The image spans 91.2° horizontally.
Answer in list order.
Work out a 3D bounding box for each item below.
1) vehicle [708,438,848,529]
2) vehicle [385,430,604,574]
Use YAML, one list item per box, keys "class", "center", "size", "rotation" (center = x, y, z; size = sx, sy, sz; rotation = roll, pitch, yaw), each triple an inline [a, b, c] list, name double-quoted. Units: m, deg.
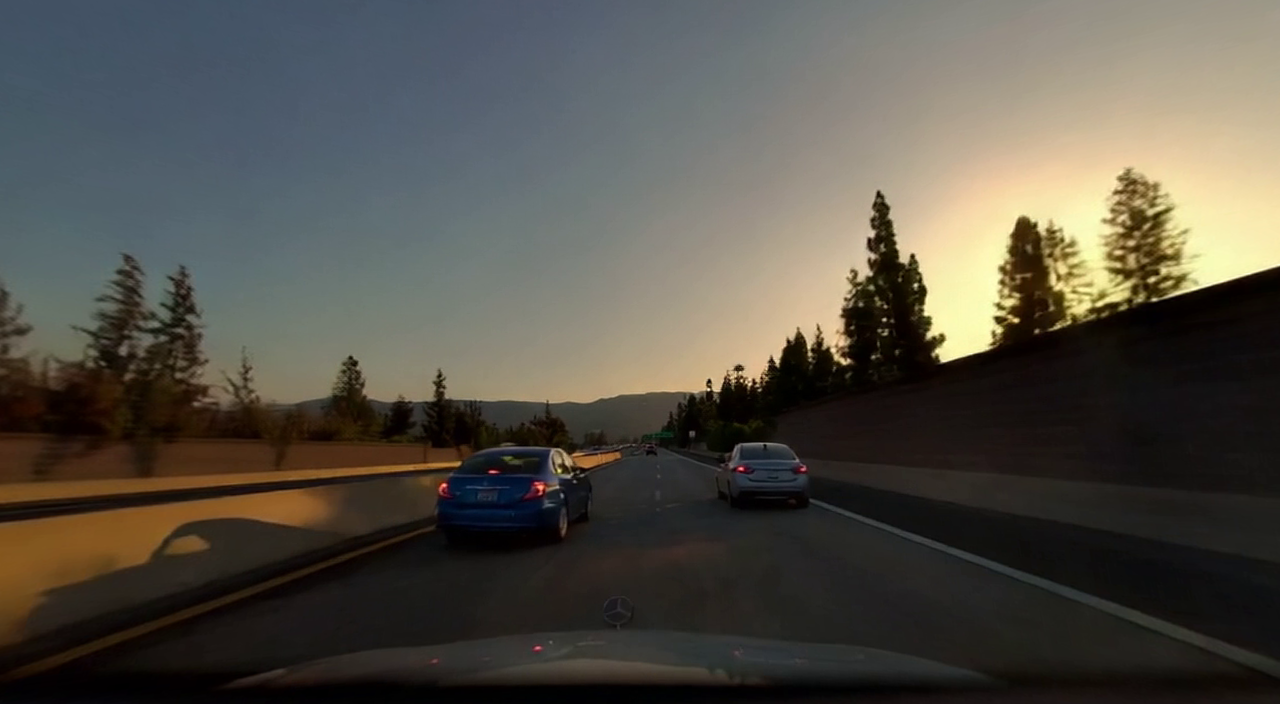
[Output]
- class: "vehicle"
  center: [2.590, 2.585, 12.856]
  size: [2.021, 1.533, 4.014]
  rotation: [-1, -9, 1]
- class: "vehicle"
  center: [-1.718, 1.973, 9.046]
  size: [2.083, 1.548, 4.251]
  rotation: [-1, -9, 1]
